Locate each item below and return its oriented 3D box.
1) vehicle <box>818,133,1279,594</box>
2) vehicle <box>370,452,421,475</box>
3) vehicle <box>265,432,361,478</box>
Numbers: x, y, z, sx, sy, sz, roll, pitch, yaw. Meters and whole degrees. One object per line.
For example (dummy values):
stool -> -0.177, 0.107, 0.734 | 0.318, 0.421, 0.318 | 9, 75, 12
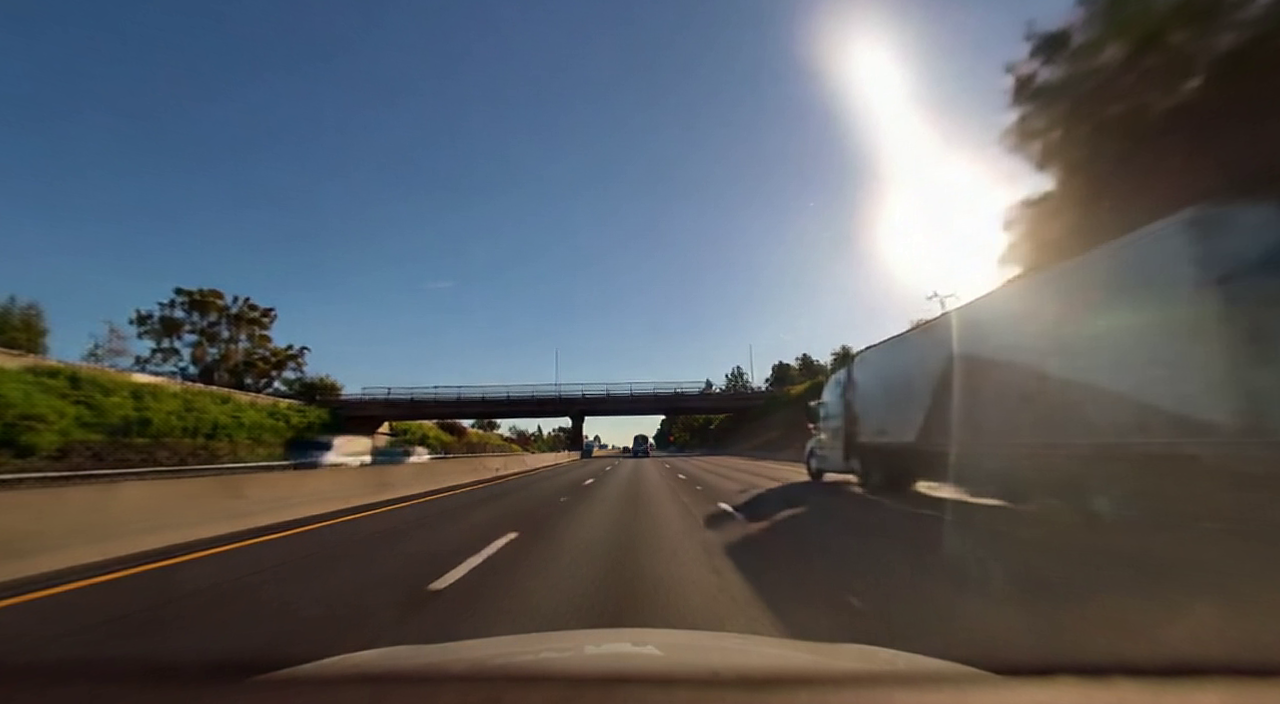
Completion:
vehicle -> 7.164, 1.167, 12.722 | 2.937, 4.105, 14.800 | 0, -9, 1
vehicle -> -16.727, 7.611, 43.380 | 1.789, 1.473, 4.215 | 0, -9, 0
vehicle -> -21.181, 6.733, 41.408 | 2.287, 2.687, 7.408 | 0, -9, 0
